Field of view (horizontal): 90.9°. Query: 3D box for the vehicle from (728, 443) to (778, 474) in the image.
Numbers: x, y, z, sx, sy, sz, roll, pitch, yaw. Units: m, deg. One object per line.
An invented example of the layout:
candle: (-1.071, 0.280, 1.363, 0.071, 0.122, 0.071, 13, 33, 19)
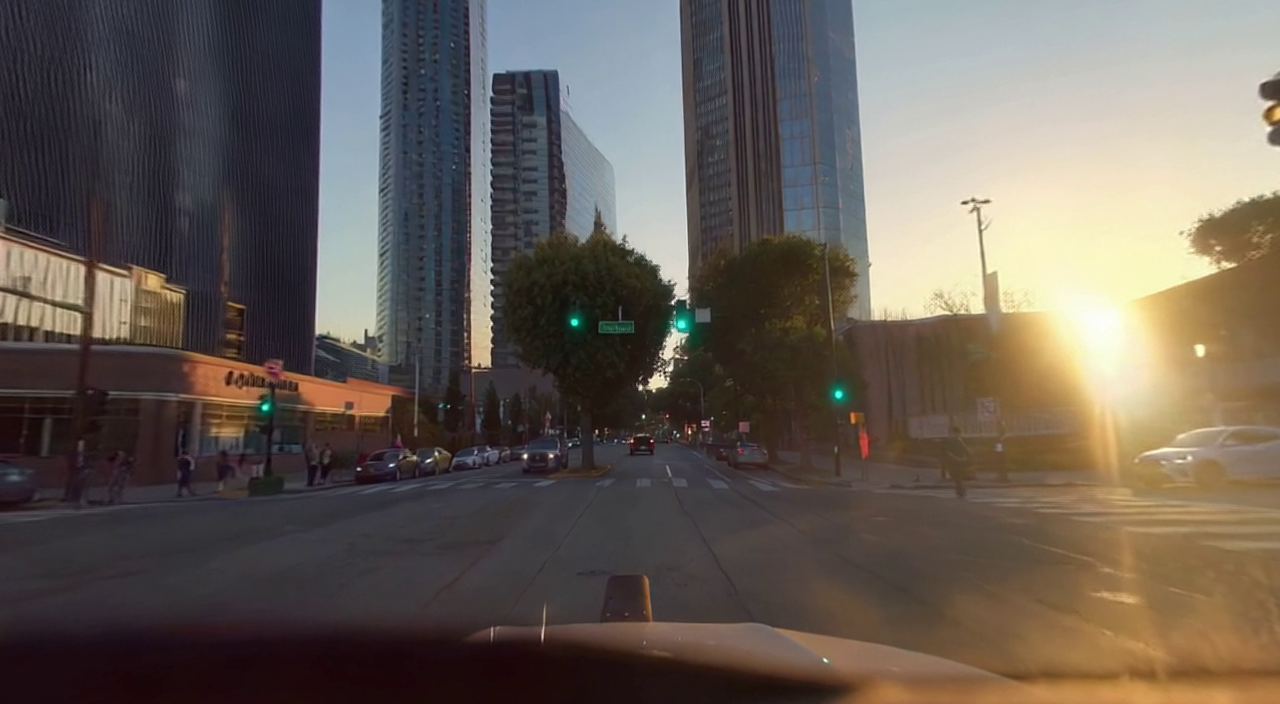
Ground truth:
vehicle: (6.029, 5.684, 34.068, 1.882, 1.479, 4.652, 2, -8, 0)

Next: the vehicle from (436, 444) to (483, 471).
vehicle: (-12.269, 7.210, 43.191, 1.854, 1.727, 4.426, 0, -8, 1)

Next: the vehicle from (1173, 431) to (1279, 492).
vehicle: (17.119, 2.853, 16.605, 4.293, 1.495, 1.935, 0, -8, 1)

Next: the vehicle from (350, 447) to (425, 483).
vehicle: (-12.700, 5.693, 32.044, 2.118, 1.644, 4.188, 0, -8, -1)

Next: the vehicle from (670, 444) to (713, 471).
vehicle: (2.754, 5.686, 34.310, 1.919, 1.371, 3.583, 0, -8, -2)

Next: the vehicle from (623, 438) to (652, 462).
vehicle: (-0.208, 7.585, 49.061, 2.165, 1.749, 4.078, 0, -8, 0)

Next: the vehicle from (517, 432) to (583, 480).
vehicle: (-3.859, 4.533, 27.787, 2.176, 1.804, 4.740, -2, -8, 0)
